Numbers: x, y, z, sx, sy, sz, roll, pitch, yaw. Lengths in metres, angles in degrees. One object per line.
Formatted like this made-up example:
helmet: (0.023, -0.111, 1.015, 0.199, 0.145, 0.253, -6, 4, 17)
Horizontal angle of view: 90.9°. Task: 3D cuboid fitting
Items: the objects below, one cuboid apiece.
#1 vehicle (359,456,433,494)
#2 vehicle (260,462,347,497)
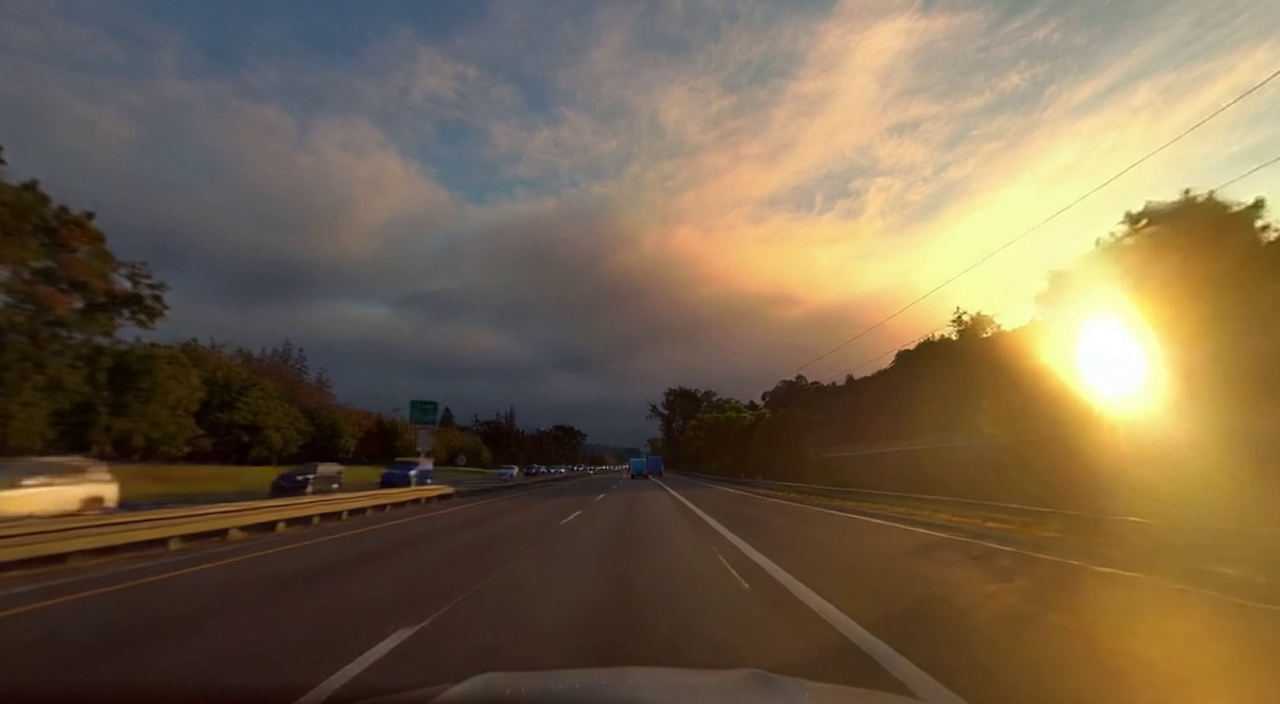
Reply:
vehicle: (-13.319, 6.771, 34.815, 2.203, 1.927, 4.857, 1, -11, -1)
vehicle: (-17.241, 6.557, 32.561, 2.006, 1.607, 4.436, 1, -11, 0)
